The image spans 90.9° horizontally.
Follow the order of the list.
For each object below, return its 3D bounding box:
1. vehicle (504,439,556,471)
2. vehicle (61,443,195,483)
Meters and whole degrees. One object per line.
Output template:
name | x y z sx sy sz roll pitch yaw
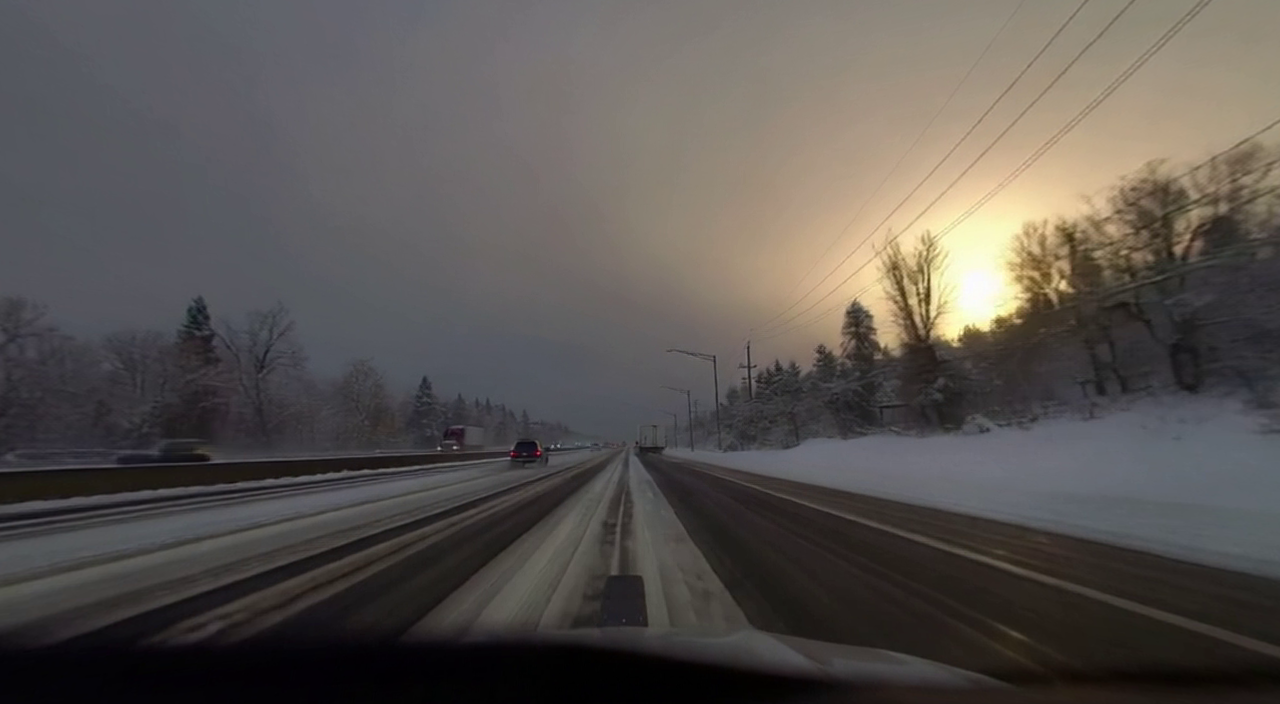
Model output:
vehicle | -5.956 5.613 34.687 2.064 1.642 4.389 0 -8 0
vehicle | -20.371 4.409 25.383 1.821 1.473 4.245 0 -8 0
